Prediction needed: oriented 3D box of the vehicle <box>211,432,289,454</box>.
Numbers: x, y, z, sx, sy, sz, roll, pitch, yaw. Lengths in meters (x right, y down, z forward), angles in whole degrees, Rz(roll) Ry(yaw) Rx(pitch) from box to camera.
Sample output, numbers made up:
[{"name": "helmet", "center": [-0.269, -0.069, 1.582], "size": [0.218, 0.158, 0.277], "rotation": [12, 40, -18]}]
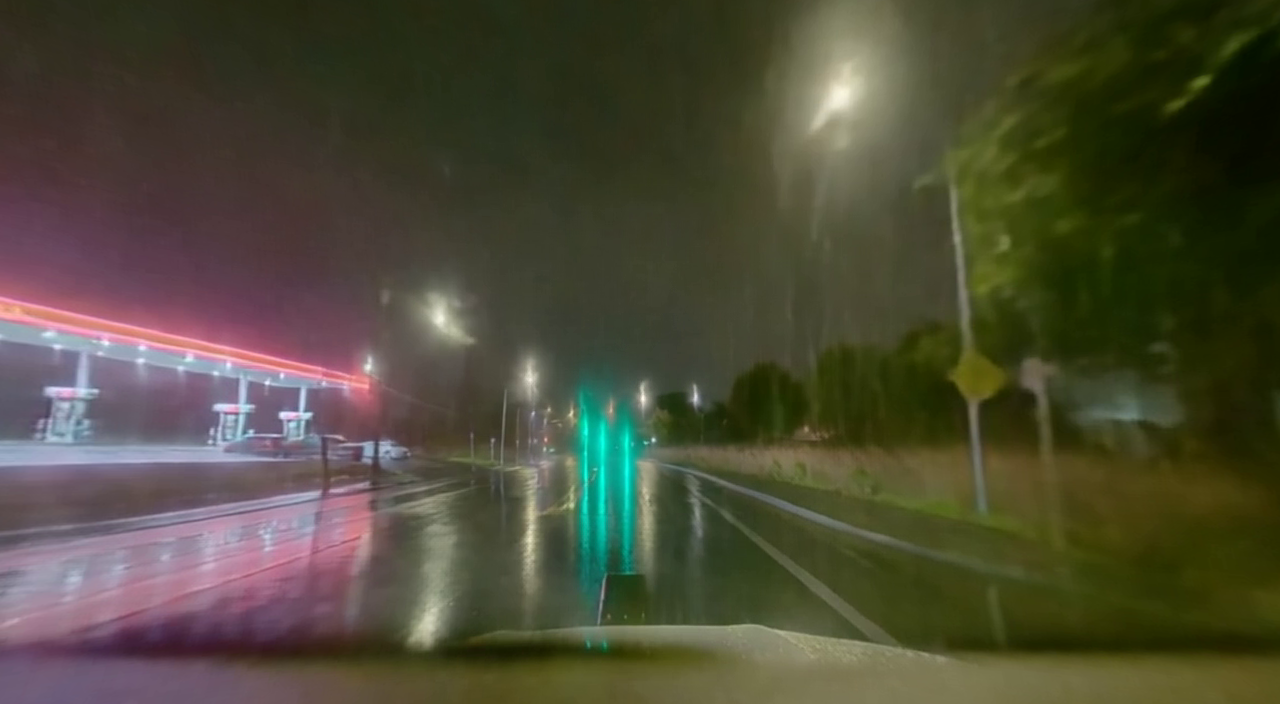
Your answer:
[{"name": "vehicle", "center": [-28.555, 6.652, 46.212], "size": [4.505, 1.523, 1.873], "rotation": [8, -12, -43]}]

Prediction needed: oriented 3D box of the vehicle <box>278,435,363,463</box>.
[{"name": "vehicle", "center": [-22.234, 6.768, 43.939], "size": [4.907, 1.827, 2.121], "rotation": [6, -10, -35]}]
